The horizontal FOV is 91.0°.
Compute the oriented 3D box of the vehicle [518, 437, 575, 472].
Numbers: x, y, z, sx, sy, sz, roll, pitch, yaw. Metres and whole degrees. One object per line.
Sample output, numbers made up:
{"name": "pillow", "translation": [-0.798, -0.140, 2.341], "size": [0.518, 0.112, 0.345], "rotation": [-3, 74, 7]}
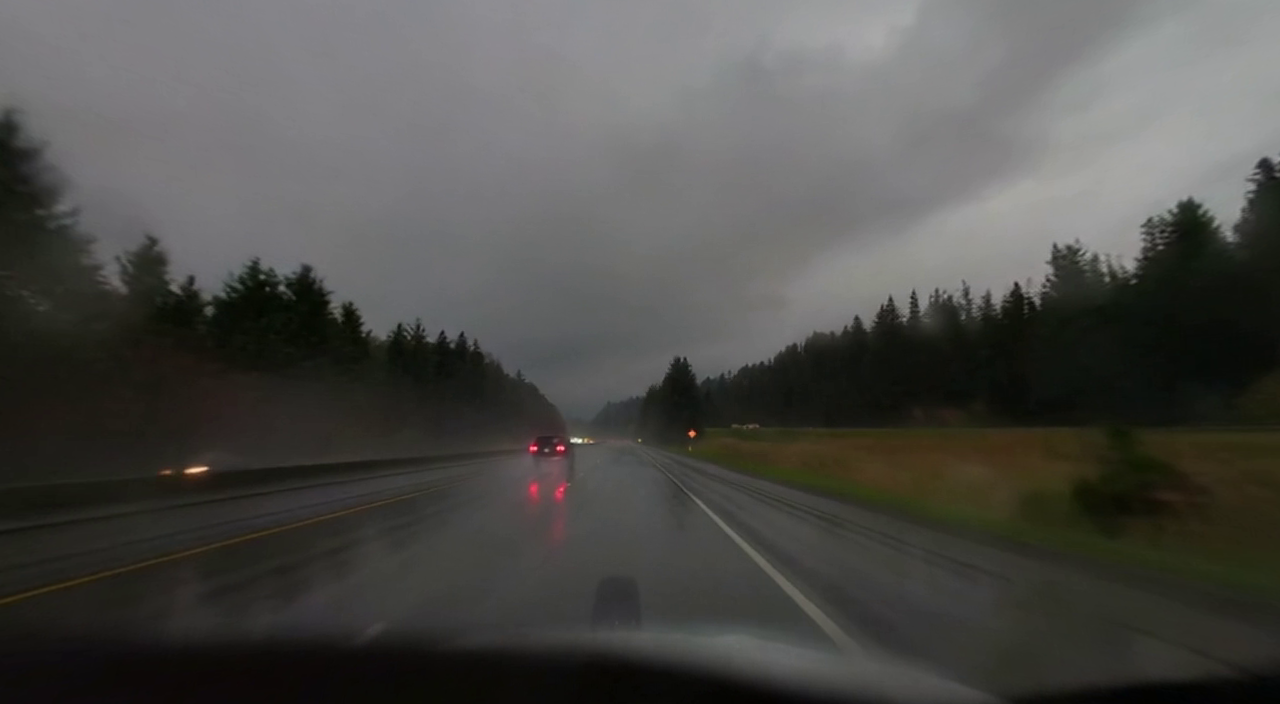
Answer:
{"name": "vehicle", "translation": [-4.574, 5.090, 31.552], "size": [2.202, 1.587, 4.754], "rotation": [-1, -8, -1]}

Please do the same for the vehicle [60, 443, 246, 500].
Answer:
{"name": "vehicle", "translation": [-17.014, 4.146, 22.537], "size": [2.207, 1.701, 5.672], "rotation": [-1, -8, -1]}
